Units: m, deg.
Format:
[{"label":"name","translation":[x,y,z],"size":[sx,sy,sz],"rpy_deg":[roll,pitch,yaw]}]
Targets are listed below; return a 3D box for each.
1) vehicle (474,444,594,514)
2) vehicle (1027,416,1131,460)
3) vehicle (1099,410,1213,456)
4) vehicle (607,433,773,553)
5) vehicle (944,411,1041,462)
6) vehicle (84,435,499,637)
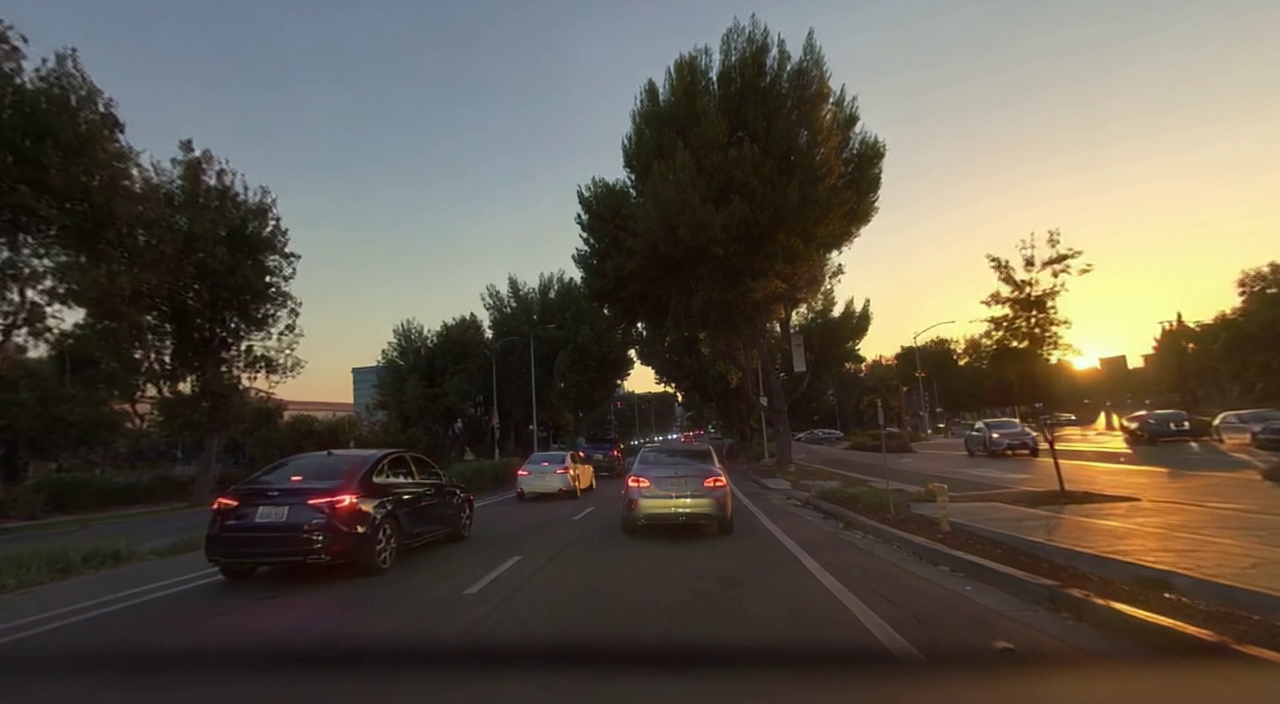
[{"label":"vehicle","translation":[-2.464,3.066,15.798],"size":[1.870,1.490,4.187],"rpy_deg":[-1,-9,6]},{"label":"vehicle","translation":[18.090,3.585,26.188],"size":[1.803,1.518,3.893],"rpy_deg":[-6,-9,8]},{"label":"vehicle","translation":[20.697,3.298,25.489],"size":[1.902,1.529,3.937],"rpy_deg":[-7,-9,13]},{"label":"vehicle","translation":[0.768,2.147,10.309],"size":[2.142,1.528,4.133],"rpy_deg":[-1,-9,4]},{"label":"vehicle","translation":[14.700,3.610,26.606],"size":[2.288,1.933,4.612],"rpy_deg":[-2,-9,13]},{"label":"vehicle","translation":[-3.162,1.724,6.980],"size":[1.940,1.502,4.241],"rpy_deg":[-1,-9,4]}]
